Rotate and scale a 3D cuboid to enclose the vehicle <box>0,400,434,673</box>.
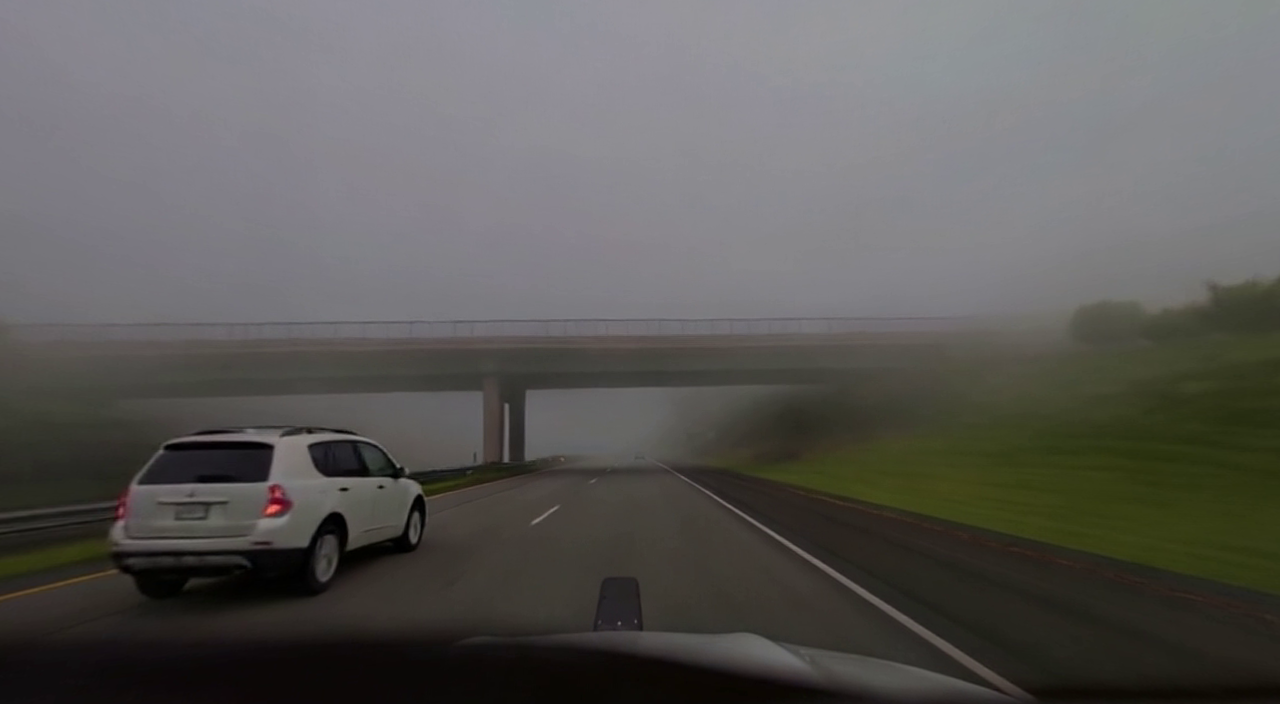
[{"bbox_3d":[-3.789,1.467,6.079,2.082,1.668,4.274,0,-9,1],"label":"vehicle"}]
